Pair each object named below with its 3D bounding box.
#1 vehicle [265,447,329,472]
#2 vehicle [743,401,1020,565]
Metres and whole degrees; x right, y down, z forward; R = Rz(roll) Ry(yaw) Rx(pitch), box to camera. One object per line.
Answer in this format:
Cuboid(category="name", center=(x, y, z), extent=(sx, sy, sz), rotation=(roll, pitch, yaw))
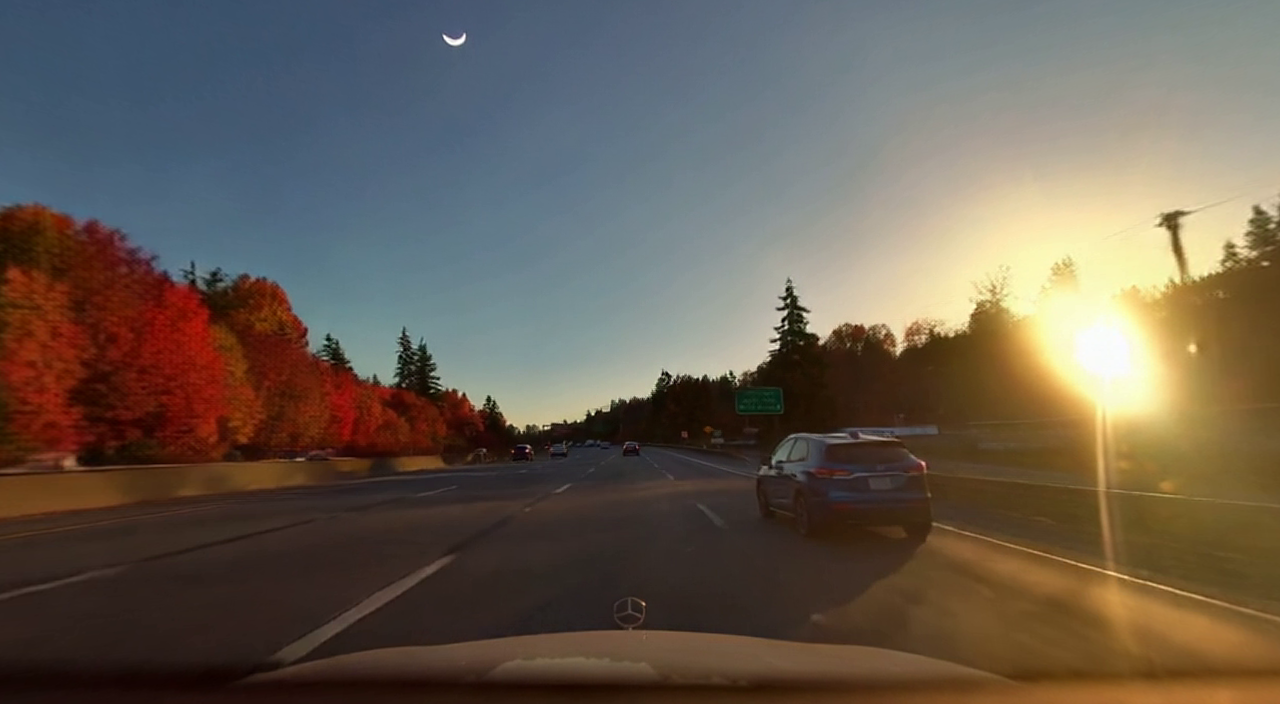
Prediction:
Cuboid(category="vehicle", center=(-21.803, 6.831, 40.234), extent=(1.783, 1.459, 4.065), rotation=(0, -8, 0))
Cuboid(category="vehicle", center=(2.905, 1.689, 8.824), extent=(2.120, 1.706, 4.226), rotation=(0, -8, -1))
